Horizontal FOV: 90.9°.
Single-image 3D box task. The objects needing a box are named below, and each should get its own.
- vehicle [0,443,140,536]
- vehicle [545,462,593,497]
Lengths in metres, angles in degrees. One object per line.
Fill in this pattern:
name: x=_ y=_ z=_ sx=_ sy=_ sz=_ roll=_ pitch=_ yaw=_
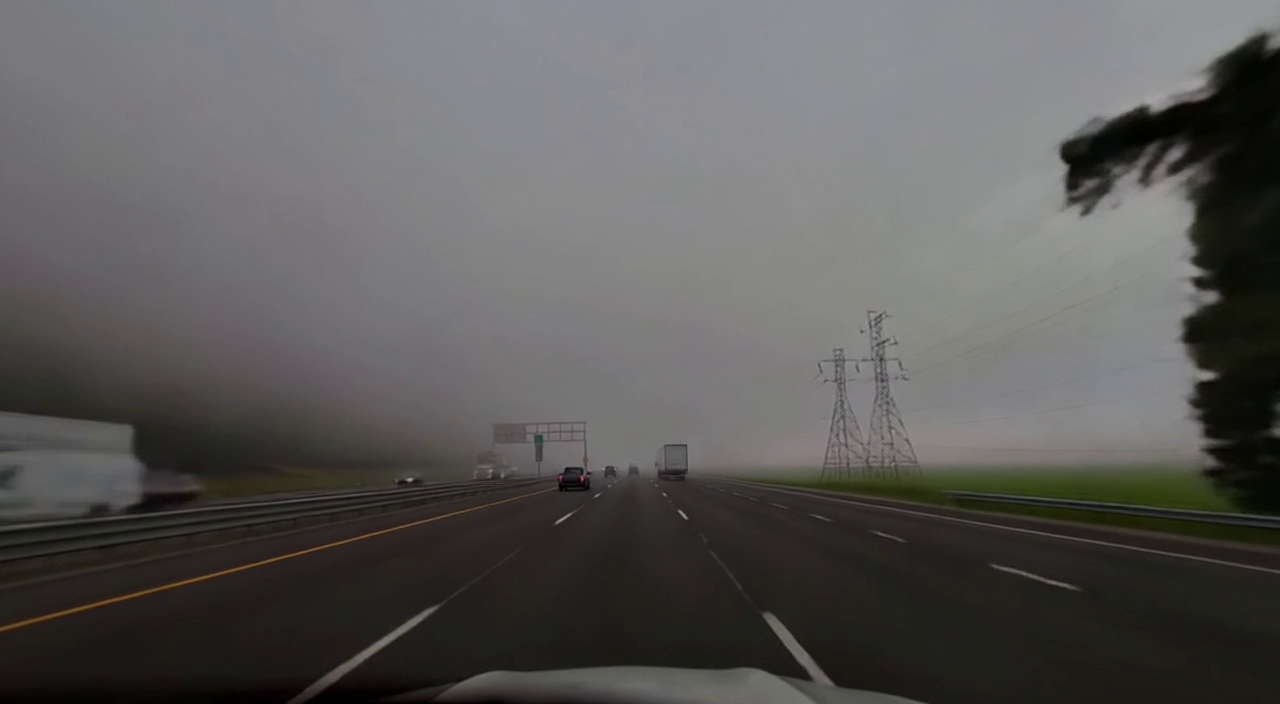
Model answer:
vehicle: x=-12.052 y=2.471 z=11.440 sx=2.013 sy=1.575 sz=4.759 roll=1 pitch=-11 yaw=-1
vehicle: x=-3.474 y=6.346 z=31.556 sx=1.942 sy=1.597 sz=3.943 roll=1 pitch=-10 yaw=0
